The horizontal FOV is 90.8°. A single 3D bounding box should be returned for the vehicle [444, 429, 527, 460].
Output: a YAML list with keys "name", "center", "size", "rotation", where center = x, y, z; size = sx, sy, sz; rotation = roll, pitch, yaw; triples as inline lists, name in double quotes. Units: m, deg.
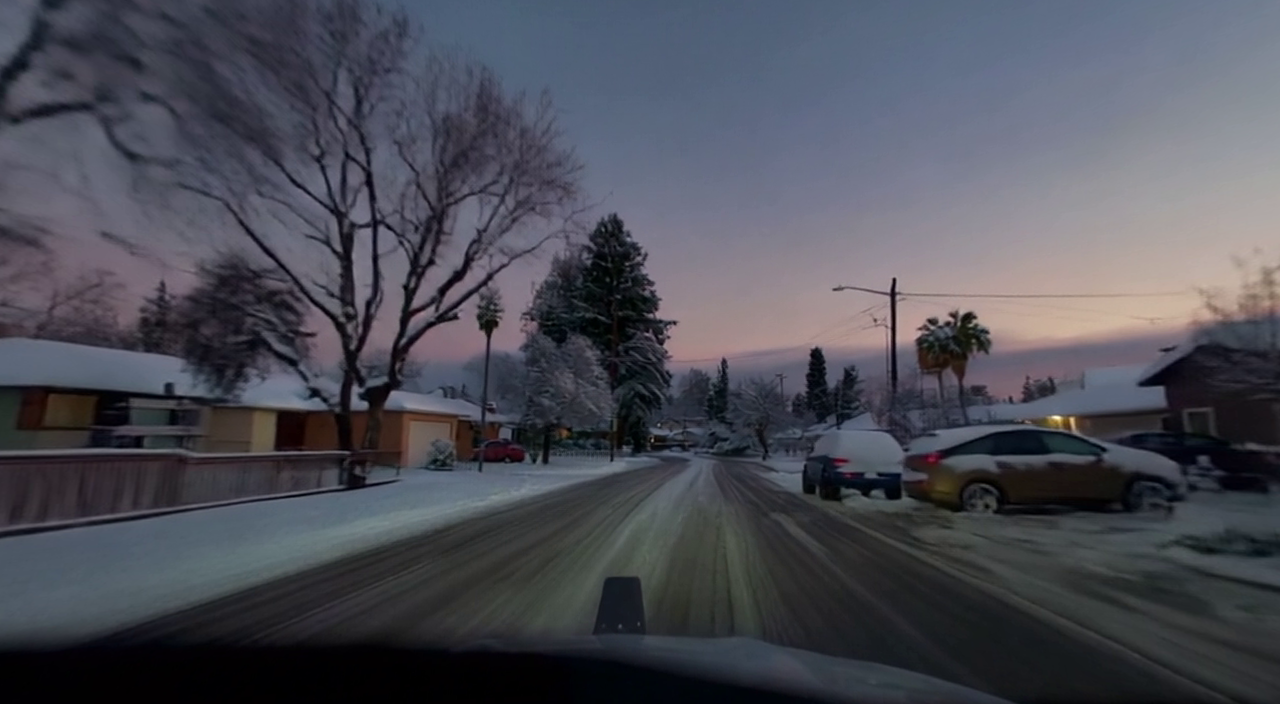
- name: "vehicle"
  center: [-10.726, 6.409, 44.012]
  size: [5.127, 1.796, 2.045]
  rotation: [3, -7, 5]

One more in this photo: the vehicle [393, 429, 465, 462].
- name: "vehicle"
  center: [-12.075, 5.370, 36.491]
  size: [1.869, 1.646, 4.357]
  rotation: [3, -7, 11]

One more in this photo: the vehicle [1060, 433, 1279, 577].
- name: "vehicle"
  center: [7.902, 1.930, 8.296]
  size: [3.938, 1.473, 1.881]
  rotation: [5, -7, -17]
